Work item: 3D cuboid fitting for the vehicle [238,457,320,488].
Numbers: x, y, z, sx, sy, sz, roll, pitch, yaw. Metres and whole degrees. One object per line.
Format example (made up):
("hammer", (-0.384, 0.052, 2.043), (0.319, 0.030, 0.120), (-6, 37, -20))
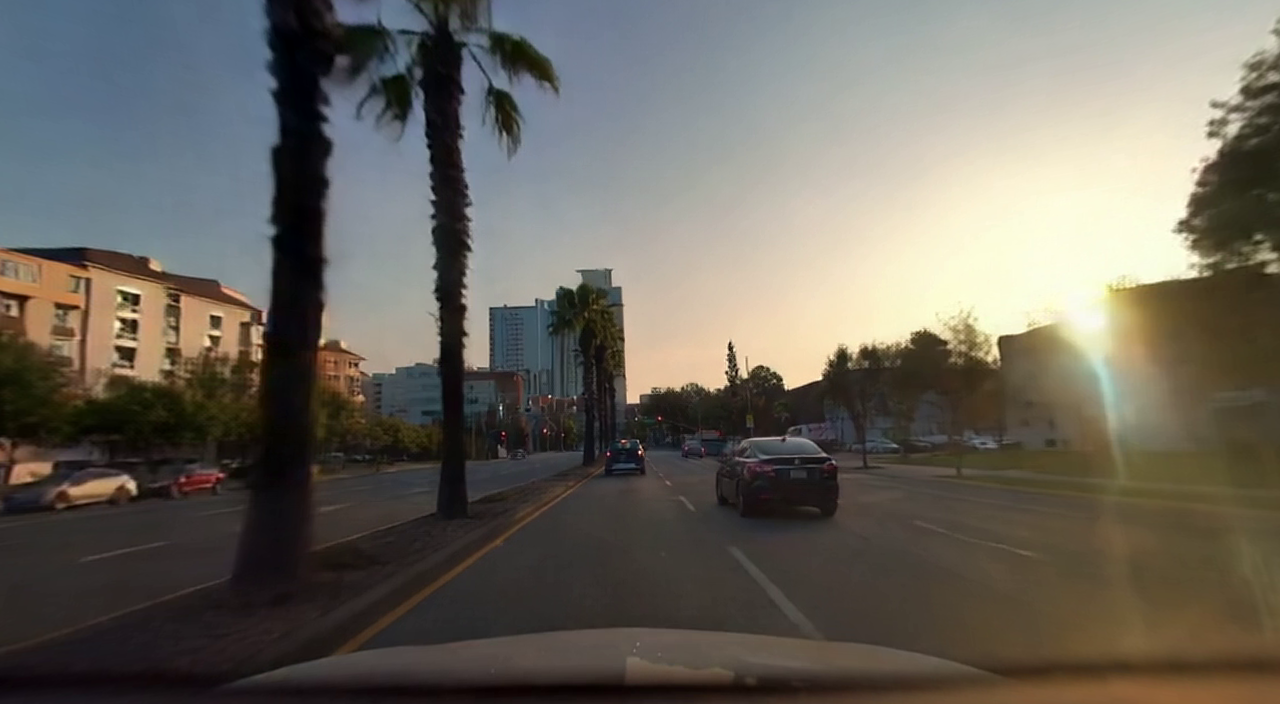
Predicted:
("vehicle", (-19.540, 6.521, 34.302), (1.847, 1.466, 4.530), (0, -9, -1))

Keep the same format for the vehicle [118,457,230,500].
("vehicle", (-19.707, 5.321, 26.844), (1.753, 1.600, 4.040), (0, -9, -2))

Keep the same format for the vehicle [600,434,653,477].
("vehicle", (-0.601, 4.770, 29.143), (2.277, 1.816, 4.192), (0, -9, -1))

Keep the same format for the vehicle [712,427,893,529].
("vehicle", (2.849, 2.356, 12.358), (2.195, 1.590, 4.668), (0, -9, -1))

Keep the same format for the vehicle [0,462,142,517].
("vehicle", (-19.436, 4.507, 21.055), (1.920, 1.505, 4.351), (0, -9, 1))
